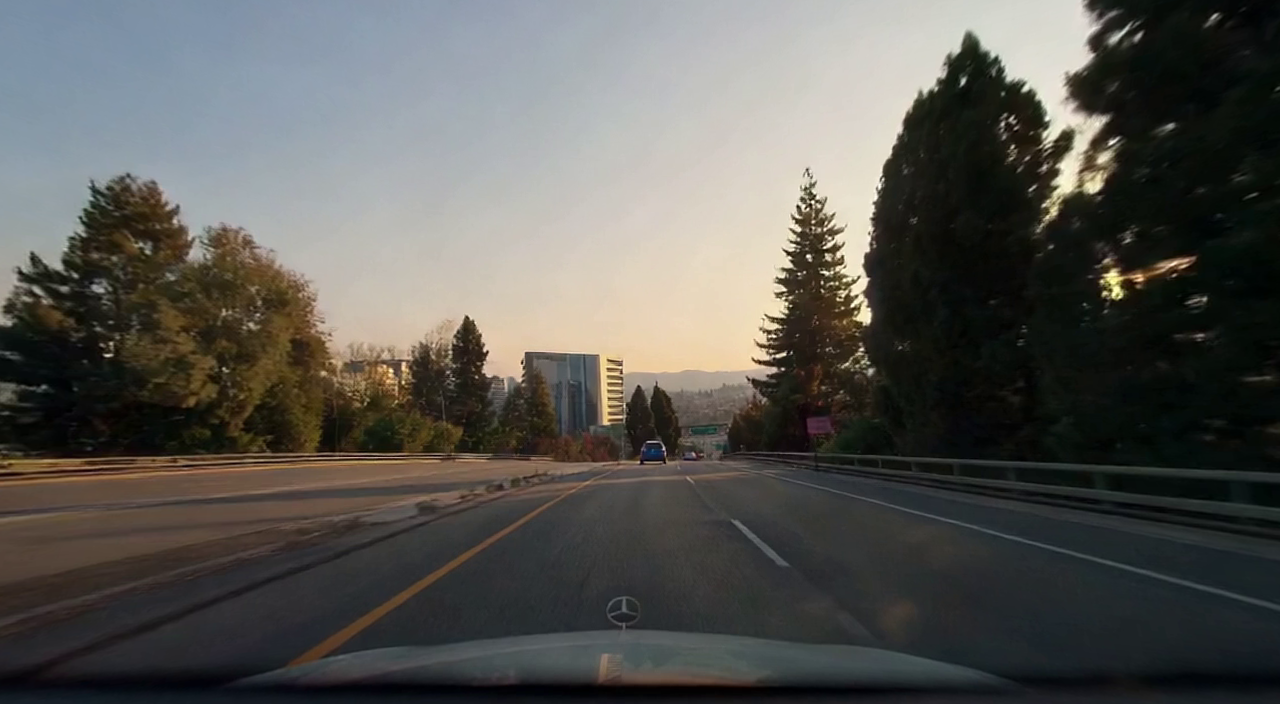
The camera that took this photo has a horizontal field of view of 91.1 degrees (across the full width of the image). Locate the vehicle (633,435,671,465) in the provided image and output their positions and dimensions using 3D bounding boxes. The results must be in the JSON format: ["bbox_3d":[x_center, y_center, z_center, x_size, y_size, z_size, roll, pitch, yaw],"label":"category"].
[{"bbox_3d":[0.981,7.345,47.046,2.546,2.126,5.153,-1,-9,4],"label":"vehicle"}]
